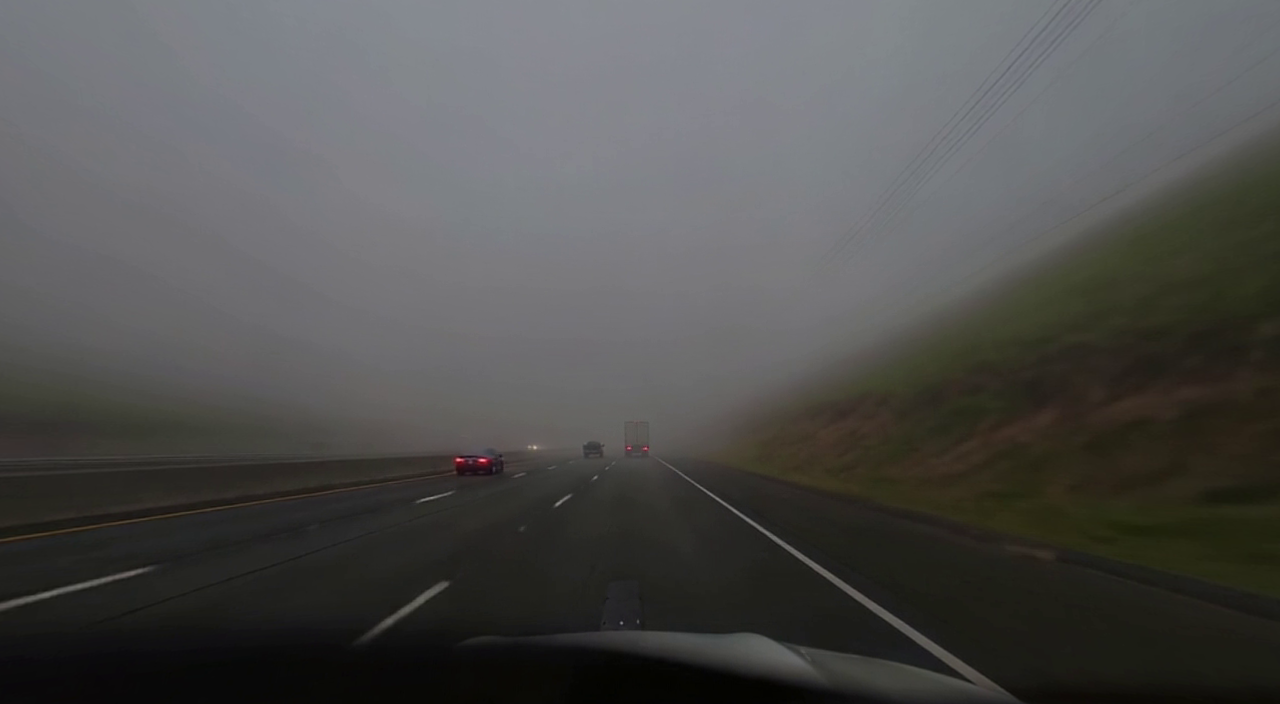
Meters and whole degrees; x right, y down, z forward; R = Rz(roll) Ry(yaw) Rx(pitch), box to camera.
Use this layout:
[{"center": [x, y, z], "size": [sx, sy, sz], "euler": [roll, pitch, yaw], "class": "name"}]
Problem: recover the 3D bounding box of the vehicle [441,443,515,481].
[{"center": [-7.143, 4.892, 28.394], "size": [2.066, 1.558, 4.607], "euler": [0, -9, 0], "class": "vehicle"}]
